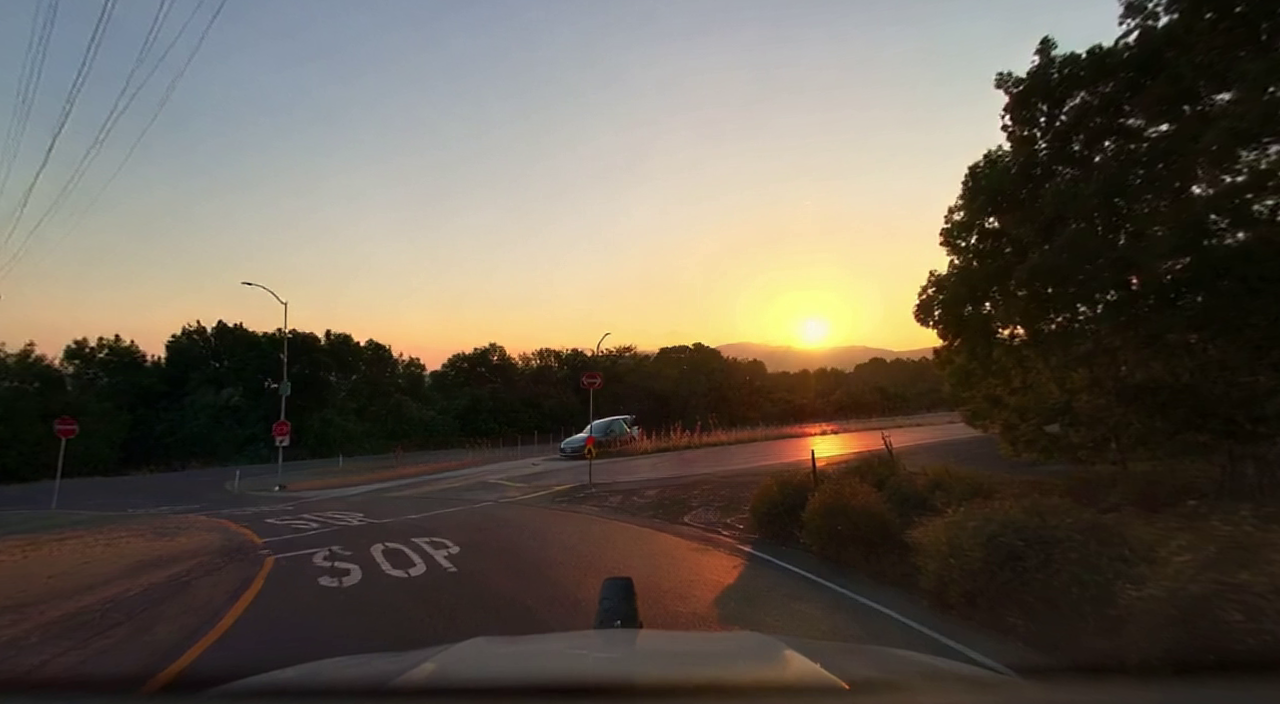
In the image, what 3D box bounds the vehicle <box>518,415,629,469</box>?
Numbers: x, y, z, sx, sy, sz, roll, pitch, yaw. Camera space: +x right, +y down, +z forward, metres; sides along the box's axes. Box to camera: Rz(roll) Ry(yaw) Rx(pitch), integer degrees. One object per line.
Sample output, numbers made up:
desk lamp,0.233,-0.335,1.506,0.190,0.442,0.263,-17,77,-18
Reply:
vehicle,-2.732,3.770,26.606,1.914,1.574,4.403,-11,-6,41
